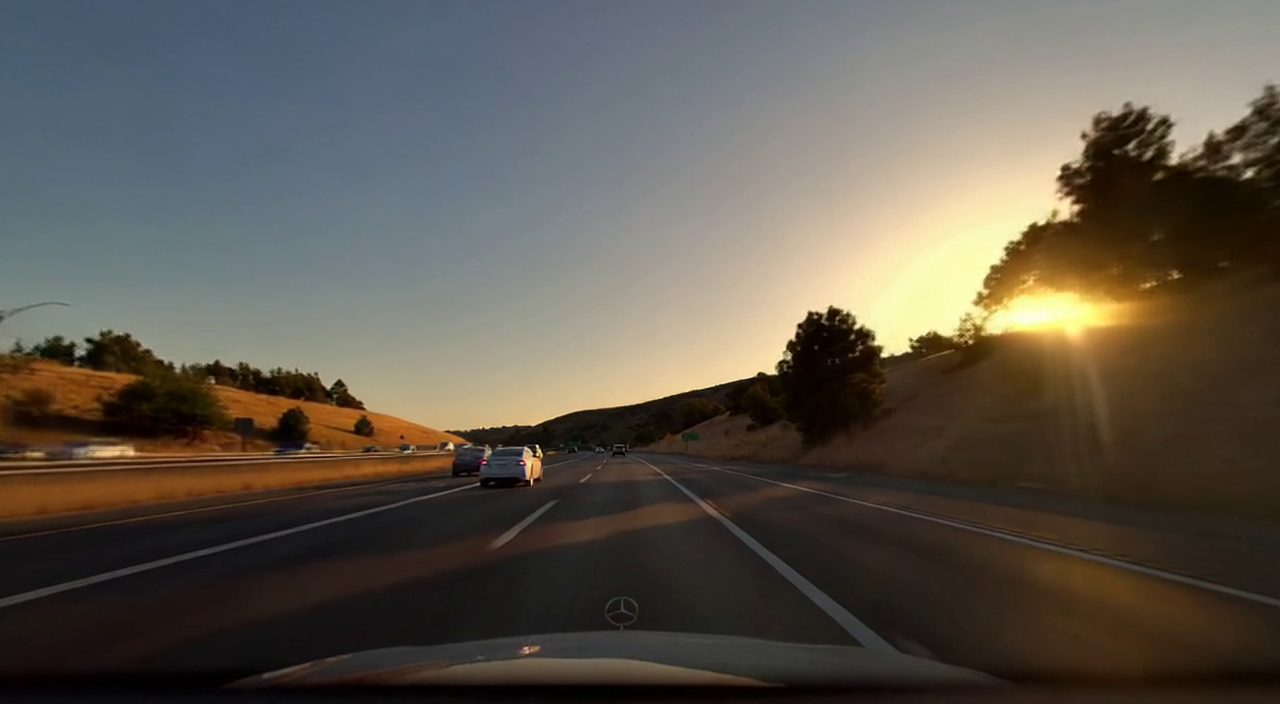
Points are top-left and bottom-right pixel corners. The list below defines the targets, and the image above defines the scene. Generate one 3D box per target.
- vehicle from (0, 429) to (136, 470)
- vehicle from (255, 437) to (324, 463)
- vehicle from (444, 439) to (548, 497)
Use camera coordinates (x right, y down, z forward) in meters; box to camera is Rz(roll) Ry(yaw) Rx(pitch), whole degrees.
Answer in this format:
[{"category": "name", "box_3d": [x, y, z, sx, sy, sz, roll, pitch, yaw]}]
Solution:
[{"category": "vehicle", "box_3d": [-28.944, 4.931, 31.961, 2.204, 1.872, 5.773, 0, -9, -1]}, {"category": "vehicle", "box_3d": [-25.820, 7.235, 46.807, 2.077, 1.770, 5.488, 0, -9, -1]}, {"category": "vehicle", "box_3d": [-4.170, 3.453, 19.168, 2.073, 1.516, 4.478, 0, -9, 0]}]
